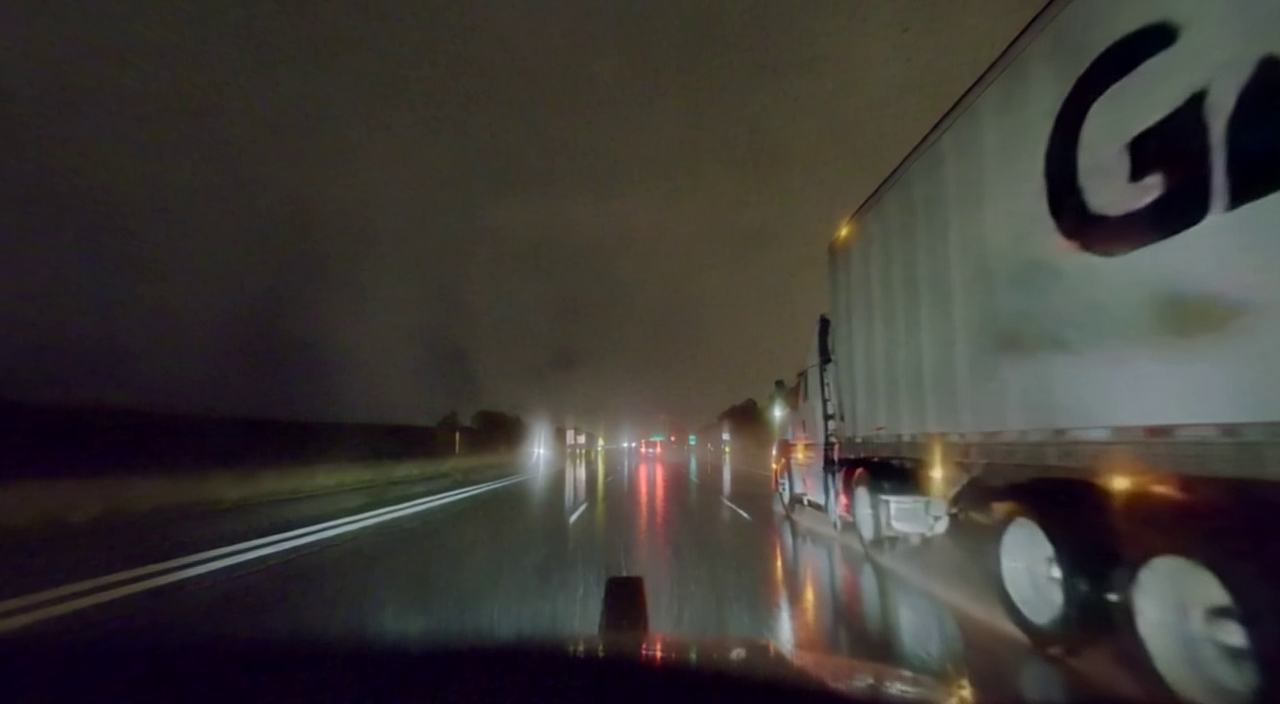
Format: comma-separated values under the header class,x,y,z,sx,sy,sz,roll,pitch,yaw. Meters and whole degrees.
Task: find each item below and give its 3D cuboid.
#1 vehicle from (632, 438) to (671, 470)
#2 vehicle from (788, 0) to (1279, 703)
class,x,y,z,sx,sy,sz,roll,pitch,yaw
vehicle,0.611,5.630,34.861,2.050,1.654,4.192,0,-8,0
vehicle,4.093,0.162,5.479,3.027,3.903,10.307,0,-8,0
